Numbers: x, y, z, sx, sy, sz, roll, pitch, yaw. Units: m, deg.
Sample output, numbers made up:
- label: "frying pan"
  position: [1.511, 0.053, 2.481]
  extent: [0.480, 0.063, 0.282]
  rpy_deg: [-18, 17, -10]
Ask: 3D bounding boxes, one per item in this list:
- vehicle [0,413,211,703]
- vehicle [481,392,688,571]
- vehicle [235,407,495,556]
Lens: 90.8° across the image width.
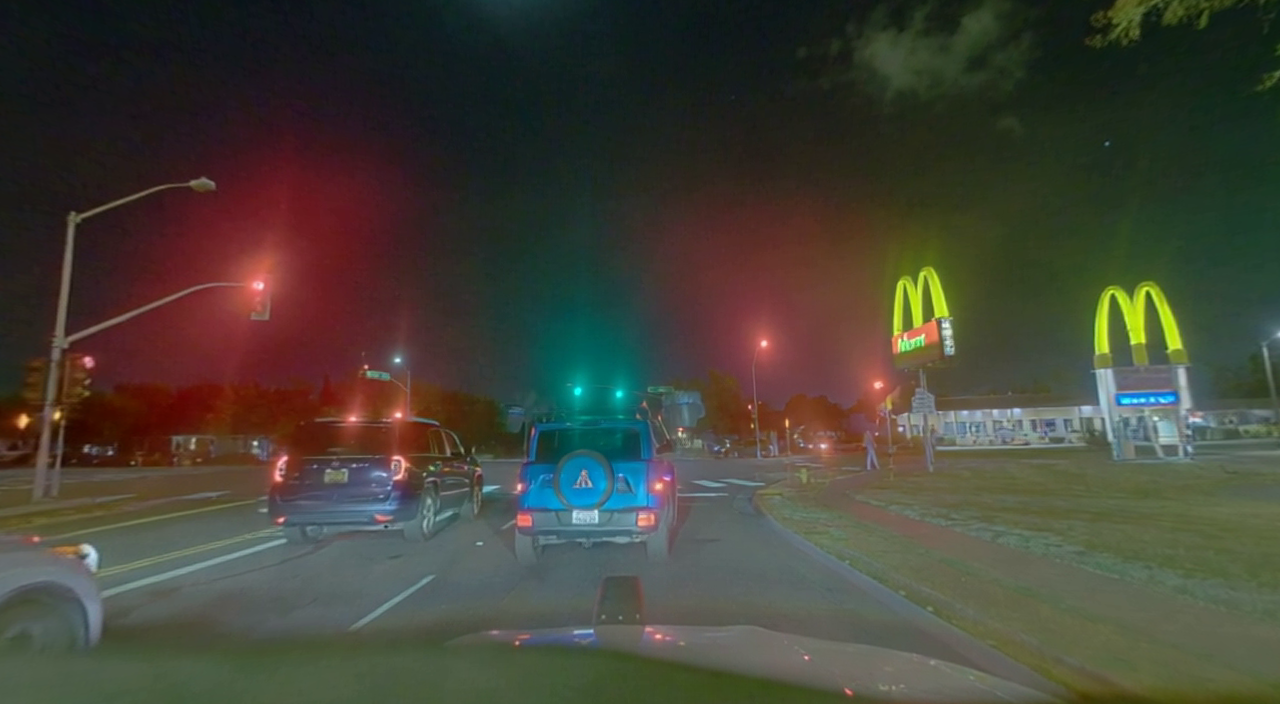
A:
- label: "vehicle"
  position: [-3.886, 0.886, 1.963]
  extent: [1.941, 1.479, 4.541]
  rpy_deg: [0, -8, -1]
- label: "vehicle"
  position: [-0.667, 1.746, 9.243]
  extent: [2.224, 1.923, 4.643]
  rpy_deg: [0, -8, -2]
- label: "vehicle"
  position: [-3.928, 1.937, 10.124]
  extent: [2.130, 1.819, 4.497]
  rpy_deg: [0, -8, 0]
